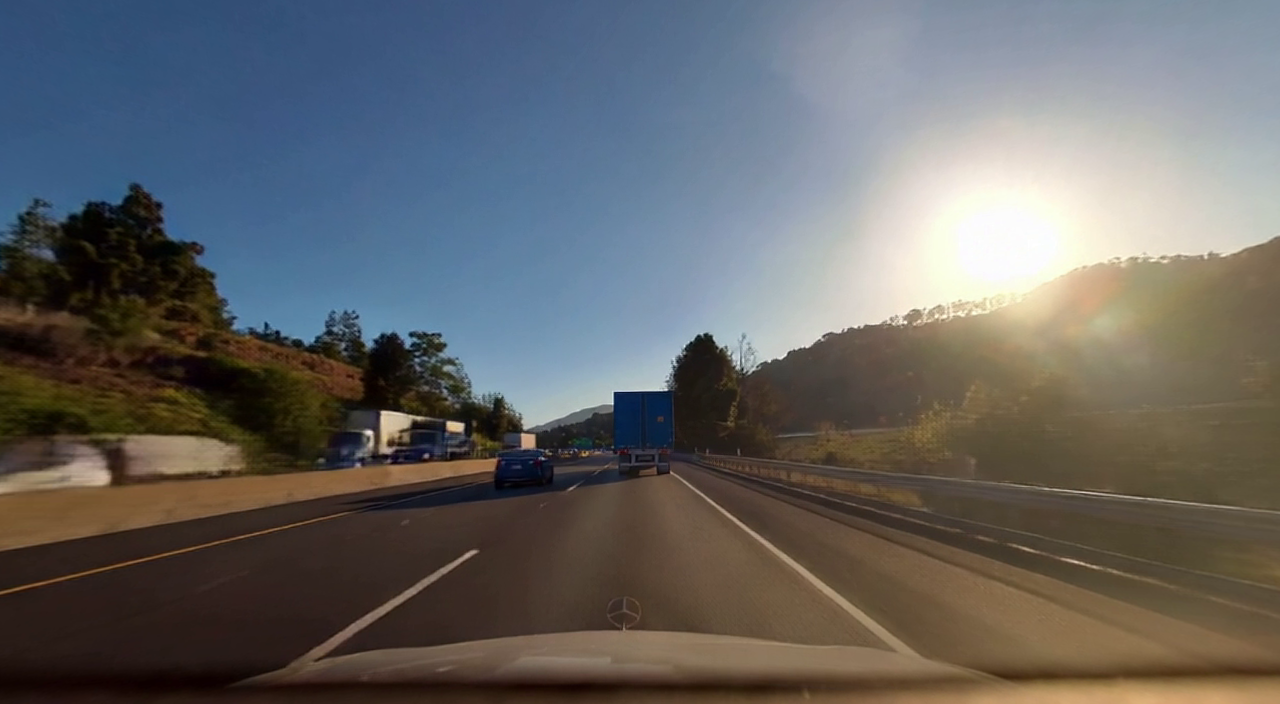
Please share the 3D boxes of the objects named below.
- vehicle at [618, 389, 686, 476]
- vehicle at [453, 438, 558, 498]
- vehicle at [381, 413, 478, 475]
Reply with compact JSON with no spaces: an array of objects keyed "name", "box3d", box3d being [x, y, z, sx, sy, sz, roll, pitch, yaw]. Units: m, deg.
[{"name":"vehicle","box3d":[0.437,4.291,32.628,2.959,3.828,9.617,0,-9,-1]},{"name":"vehicle","box3d":[-3.834,3.429,18.996,2.074,1.546,4.946,0,-9,0]},{"name":"vehicle","box3d":[-13.482,6.122,41.544,3.118,3.575,9.694,0,-9,-1]}]
